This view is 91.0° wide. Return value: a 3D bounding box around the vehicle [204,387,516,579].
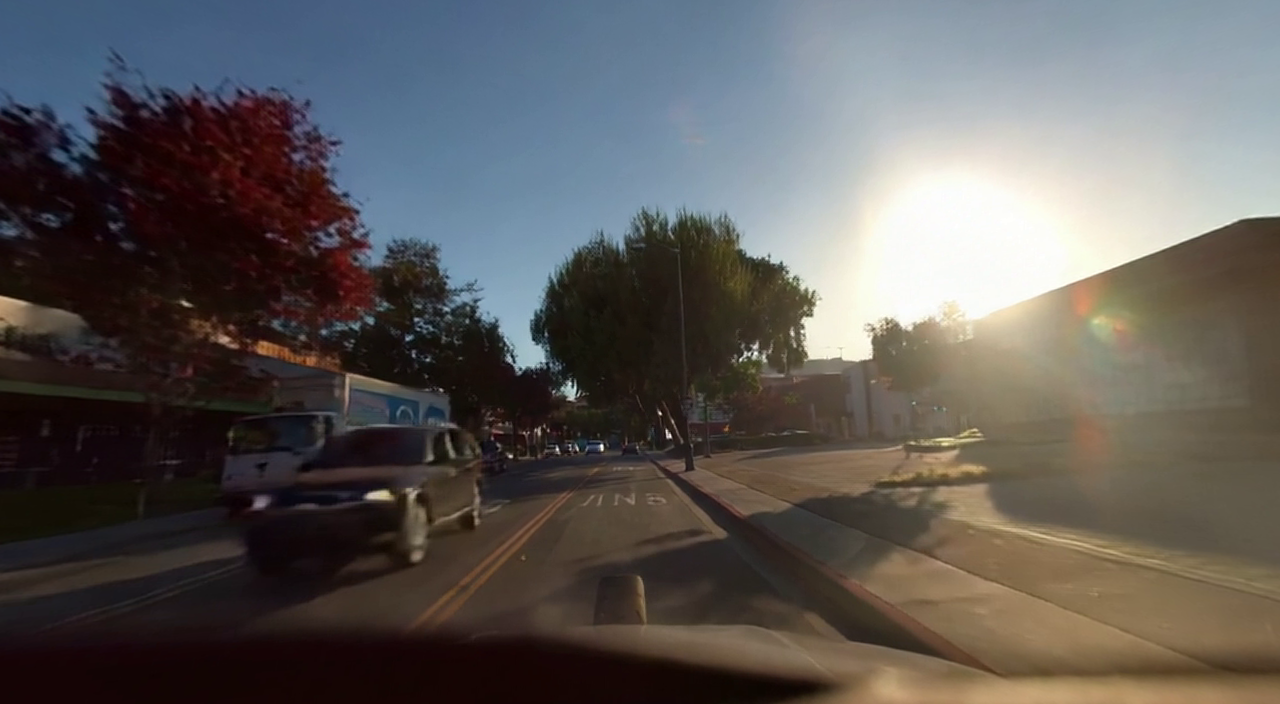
[{"bbox_3d":[-3.188,1.614,8.528,2.118,1.864,4.640,0,-8,-1],"label":"vehicle"}]
